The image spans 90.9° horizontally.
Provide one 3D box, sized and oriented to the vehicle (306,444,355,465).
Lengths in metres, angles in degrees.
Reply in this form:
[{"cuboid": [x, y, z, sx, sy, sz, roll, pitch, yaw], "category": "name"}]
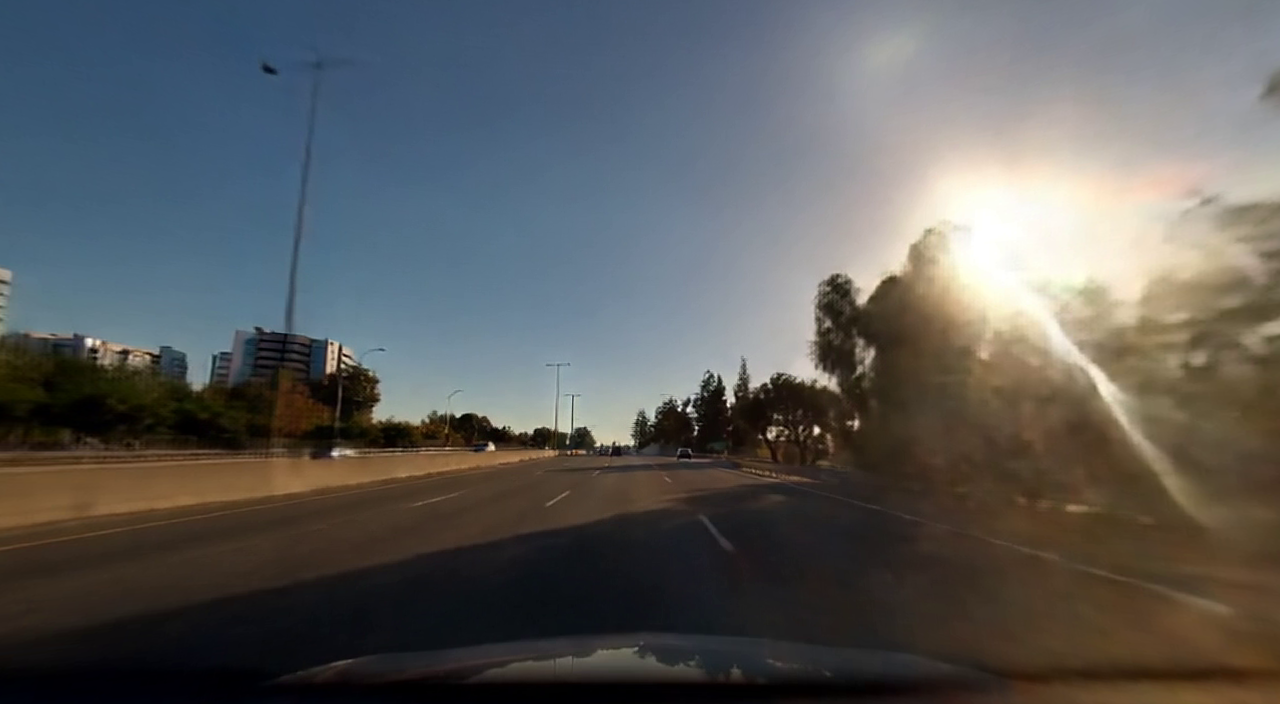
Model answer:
[{"cuboid": [-23.523, 7.789, 48.082, 1.914, 1.457, 3.812, 0, -9, -1], "category": "vehicle"}]
